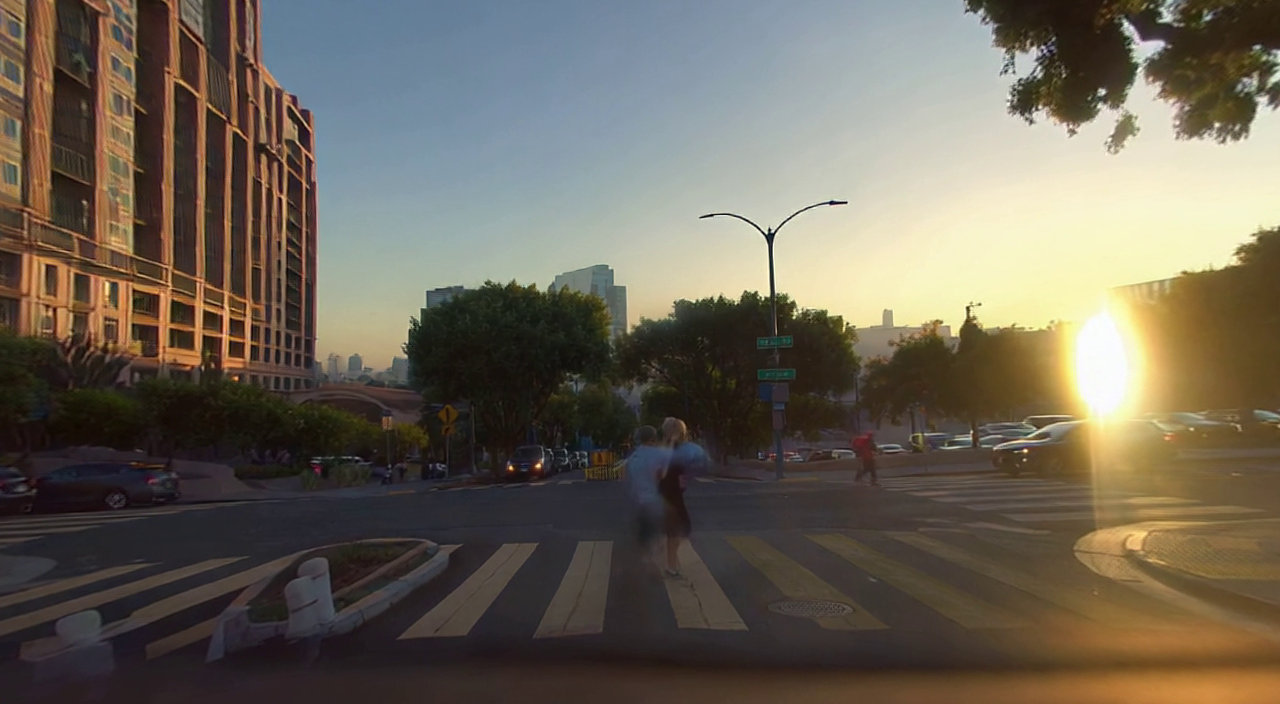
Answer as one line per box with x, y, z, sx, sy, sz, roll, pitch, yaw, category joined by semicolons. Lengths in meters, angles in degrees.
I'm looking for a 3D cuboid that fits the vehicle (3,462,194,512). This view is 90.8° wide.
-17.316;4.316;20.377;4.439;1.448;1.793;0;-9;0;vehicle

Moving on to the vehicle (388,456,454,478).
-16.389;8.627;47.323;4.203;1.544;1.889;-1;-8;2;vehicle

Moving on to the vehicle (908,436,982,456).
23.016;7.087;47.775;4.528;1.475;2.070;0;-8;3;vehicle

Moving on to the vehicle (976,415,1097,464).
16.744;3.791;27.001;2.041;1.921;4.574;0;-9;-2;vehicle

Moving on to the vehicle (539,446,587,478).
-4.474;6.500;37.383;2.102;1.768;4.290;-1;-10;2;vehicle

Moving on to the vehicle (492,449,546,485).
-7.615;7.250;40.256;2.193;1.814;5.061;-9;-8;0;vehicle

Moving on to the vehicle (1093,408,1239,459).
22.305;3.533;27.147;2.137;1.962;4.988;-1;-8;3;vehicle

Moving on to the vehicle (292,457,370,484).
-23.206;8.897;47.533;4.844;1.836;2.117;-1;-8;6;vehicle

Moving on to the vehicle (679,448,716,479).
3.198;6.169;35.217;1.942;1.603;3.785;-1;-8;5;vehicle
